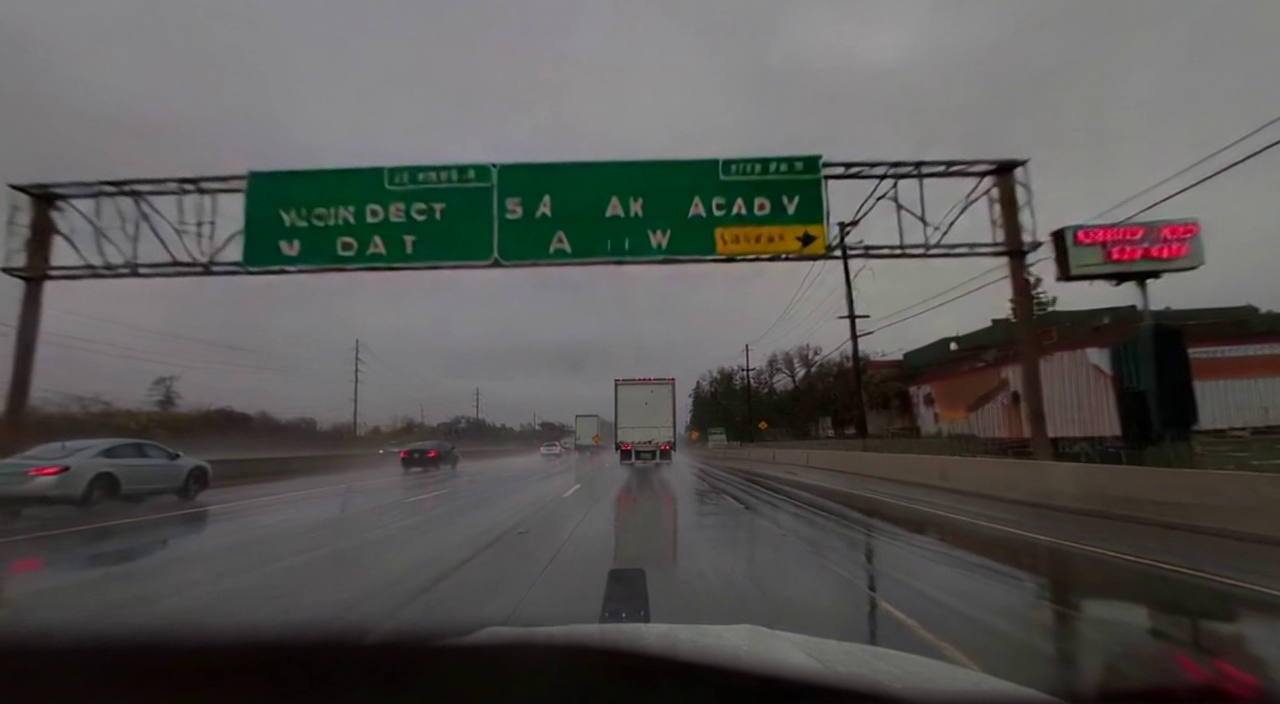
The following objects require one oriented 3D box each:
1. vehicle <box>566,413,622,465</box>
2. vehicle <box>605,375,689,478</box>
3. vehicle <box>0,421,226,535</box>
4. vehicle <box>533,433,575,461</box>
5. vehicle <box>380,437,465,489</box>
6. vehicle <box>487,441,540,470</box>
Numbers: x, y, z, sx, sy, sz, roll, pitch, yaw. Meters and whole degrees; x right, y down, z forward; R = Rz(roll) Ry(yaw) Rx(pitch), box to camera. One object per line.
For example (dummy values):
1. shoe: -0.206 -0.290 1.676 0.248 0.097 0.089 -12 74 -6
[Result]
1. vehicle: -3.233 6.949 49.619 2.816 3.434 16.412 -1 -9 1
2. vehicle: 0.166 3.353 27.050 2.941 3.604 9.851 0 -9 -1
3. vehicle: -10.872 2.359 12.427 2.046 1.779 4.752 0 -9 2
4. vehicle: -6.593 7.396 49.041 2.245 2.074 5.791 0 -9 2
5. vehicle: -7.033 3.598 20.663 1.736 1.580 2.778 0 -9 1
6. vehicle: -6.770 5.596 34.289 1.933 1.459 4.478 0 -9 1
